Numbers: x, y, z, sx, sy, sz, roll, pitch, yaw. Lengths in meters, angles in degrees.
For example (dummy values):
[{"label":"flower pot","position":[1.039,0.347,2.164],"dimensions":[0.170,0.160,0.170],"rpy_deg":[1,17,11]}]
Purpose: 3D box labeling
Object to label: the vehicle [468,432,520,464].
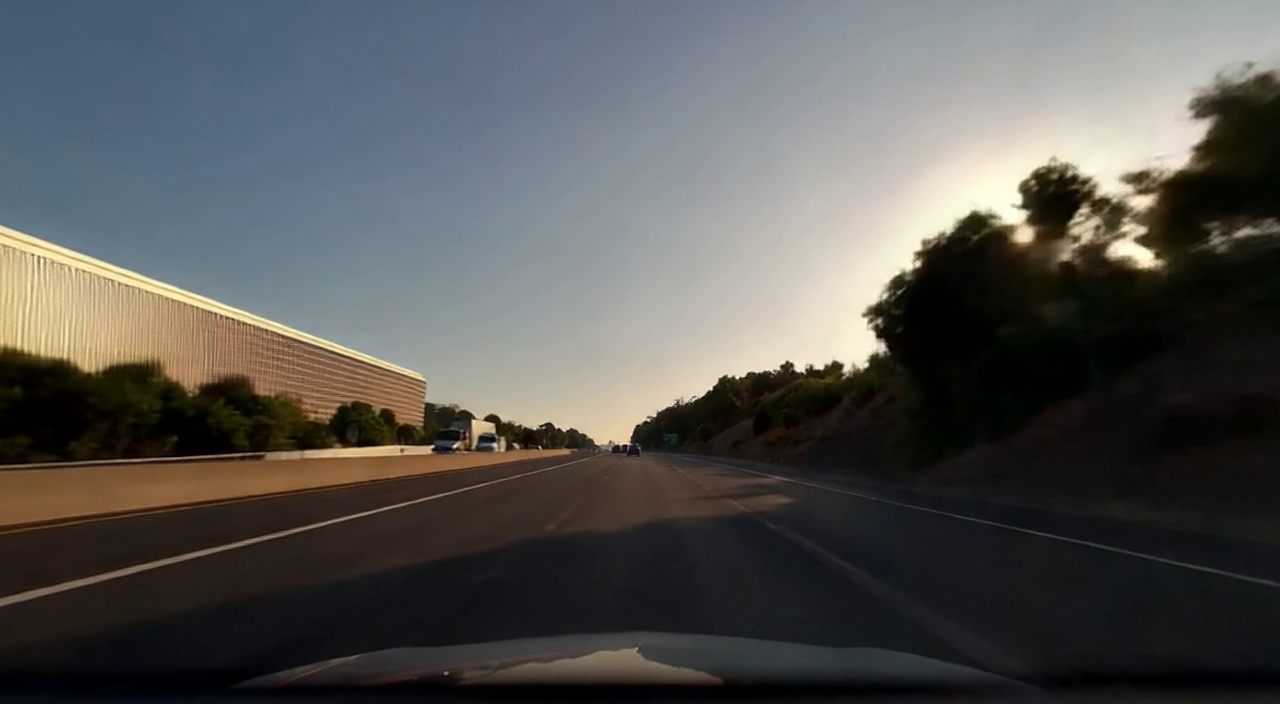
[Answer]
[{"label":"vehicle","position":[-11.290,7.516,49.252],"dimensions":[2.400,2.294,6.797],"rpy_deg":[0,-9,0]}]
